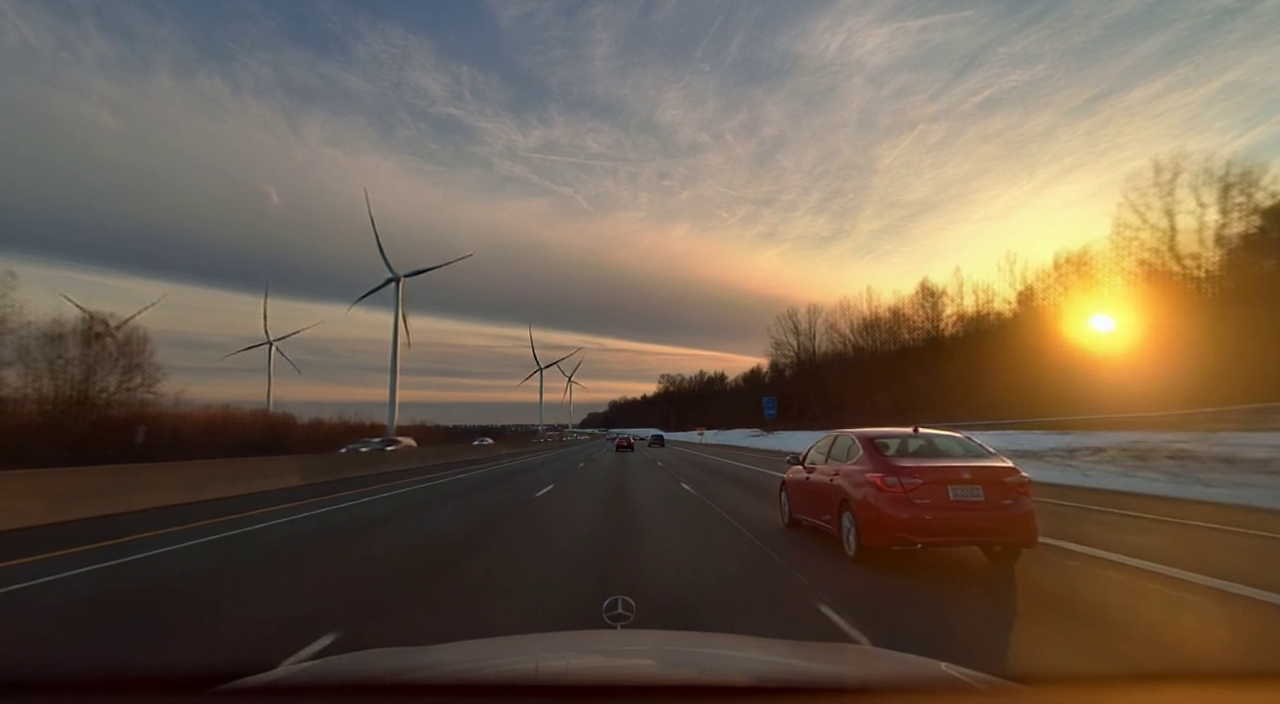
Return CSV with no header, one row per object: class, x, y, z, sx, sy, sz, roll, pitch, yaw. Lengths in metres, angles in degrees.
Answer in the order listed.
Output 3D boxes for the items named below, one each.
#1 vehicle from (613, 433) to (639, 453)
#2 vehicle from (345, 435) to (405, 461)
vehicle,-1.082,7.054,48.805,1.892,1.496,3.575,0,-8,-2
vehicle,-16.810,6.075,40.113,1.900,1.576,4.554,0,-8,-1
